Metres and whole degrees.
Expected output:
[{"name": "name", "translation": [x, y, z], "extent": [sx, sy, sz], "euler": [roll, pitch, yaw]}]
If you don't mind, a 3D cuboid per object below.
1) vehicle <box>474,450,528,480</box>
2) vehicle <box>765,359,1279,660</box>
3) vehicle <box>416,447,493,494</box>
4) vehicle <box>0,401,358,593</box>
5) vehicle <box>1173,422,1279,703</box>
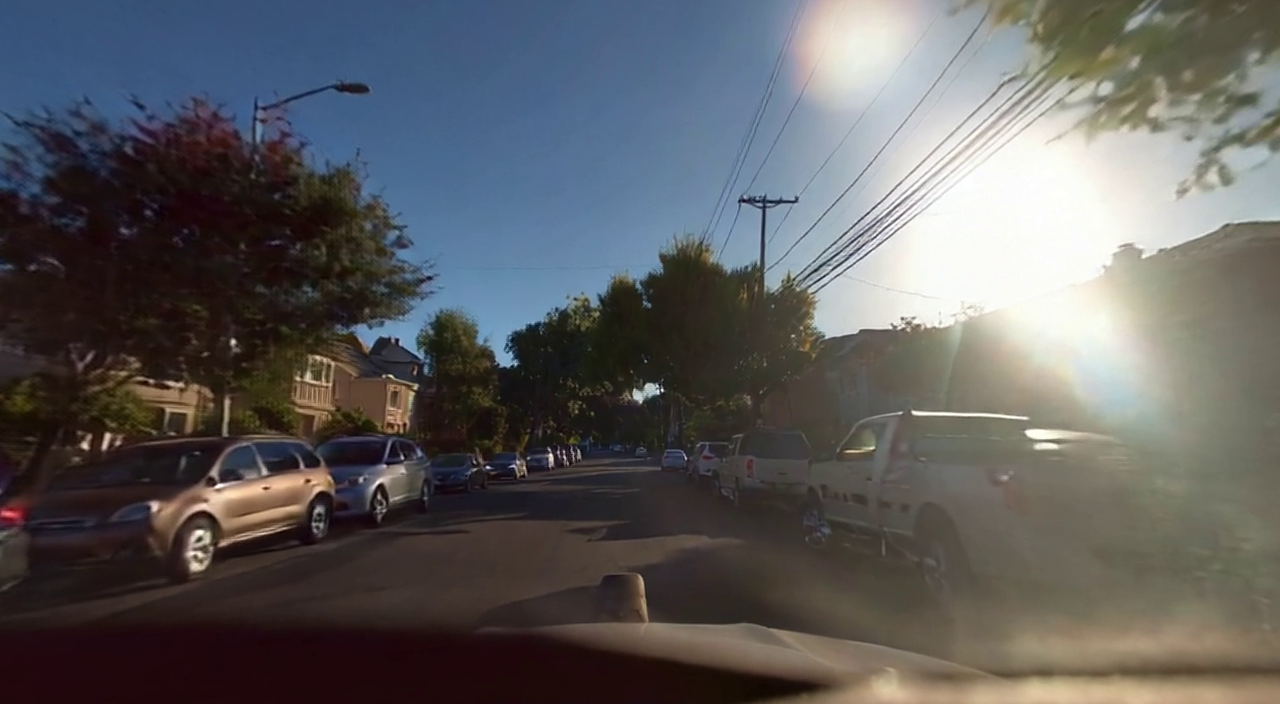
[{"name": "vehicle", "translation": [-6.955, 5.669, 32.061], "extent": [1.958, 1.359, 4.357], "euler": [0, -8, -3]}, {"name": "vehicle", "translation": [3.211, 1.466, 7.138], "extent": [2.237, 2.071, 5.332], "euler": [0, -8, -3]}, {"name": "vehicle", "translation": [-6.650, 4.265, 23.201], "extent": [1.866, 1.474, 4.753], "euler": [1, -8, -6]}, {"name": "vehicle", "translation": [-6.009, 1.818, 8.830], "extent": [2.034, 1.923, 4.713], "euler": [0, -8, -1]}, {"name": "vehicle", "translation": [3.883, 0.839, 1.177], "extent": [1.990, 1.521, 4.153], "euler": [0, -8, -3]}]
